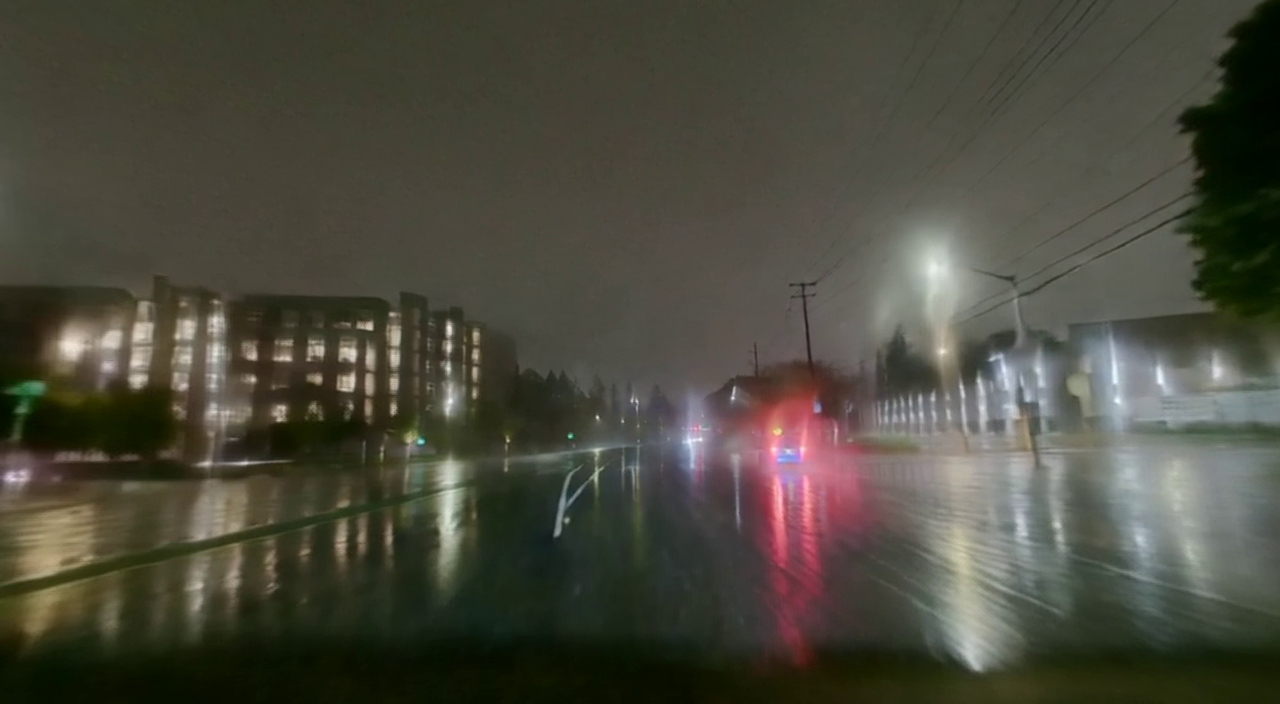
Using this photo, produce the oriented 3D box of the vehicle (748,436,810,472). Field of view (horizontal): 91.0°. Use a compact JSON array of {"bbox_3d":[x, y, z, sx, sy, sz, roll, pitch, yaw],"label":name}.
[{"bbox_3d":[6.108,4.533,28.149,1.908,1.476,3.880,-1,-9,1],"label":"vehicle"}]
